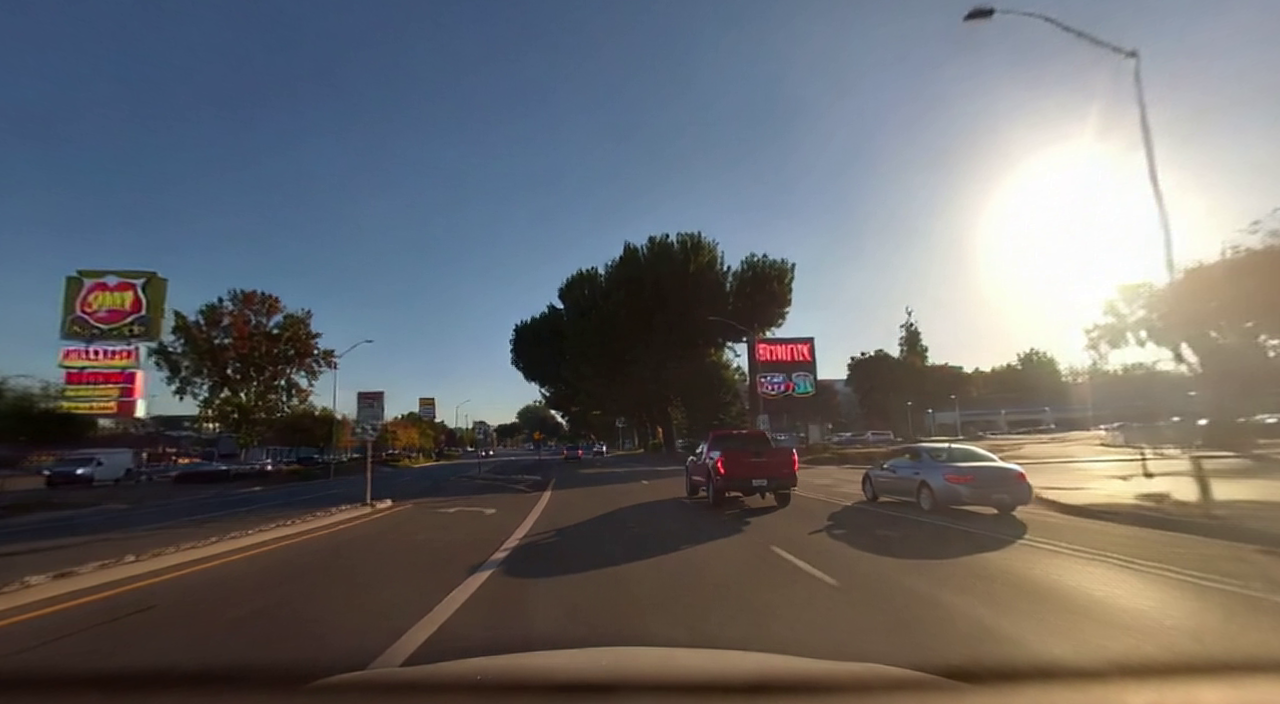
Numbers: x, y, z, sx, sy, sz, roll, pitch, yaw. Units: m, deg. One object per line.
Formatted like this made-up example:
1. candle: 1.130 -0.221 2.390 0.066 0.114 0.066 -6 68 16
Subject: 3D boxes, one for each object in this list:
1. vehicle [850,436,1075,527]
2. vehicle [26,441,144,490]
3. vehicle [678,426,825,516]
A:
1. vehicle: 6.081 2.465 12.648 1.986 1.480 4.296 1 -8 -4
2. vehicle: -32.465 6.607 37.294 2.217 2.629 5.839 1 -9 -9
3. vehicle: 2.352 2.713 14.962 2.214 1.749 4.998 1 -9 -4
